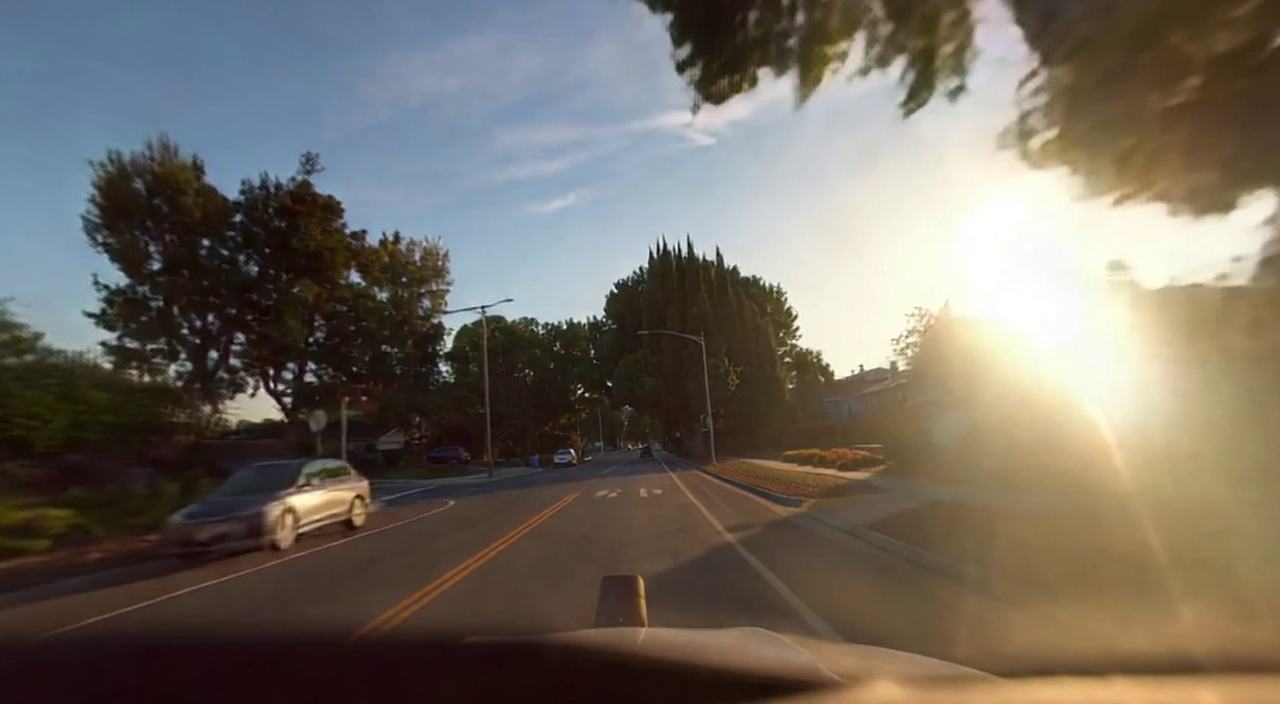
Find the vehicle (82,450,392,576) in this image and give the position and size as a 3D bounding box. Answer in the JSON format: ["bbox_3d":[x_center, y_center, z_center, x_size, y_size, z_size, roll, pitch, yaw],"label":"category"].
[{"bbox_3d":[-6.814,2.716,11.790,1.984,1.732,5.628,-1,-9,1],"label":"vehicle"}]
